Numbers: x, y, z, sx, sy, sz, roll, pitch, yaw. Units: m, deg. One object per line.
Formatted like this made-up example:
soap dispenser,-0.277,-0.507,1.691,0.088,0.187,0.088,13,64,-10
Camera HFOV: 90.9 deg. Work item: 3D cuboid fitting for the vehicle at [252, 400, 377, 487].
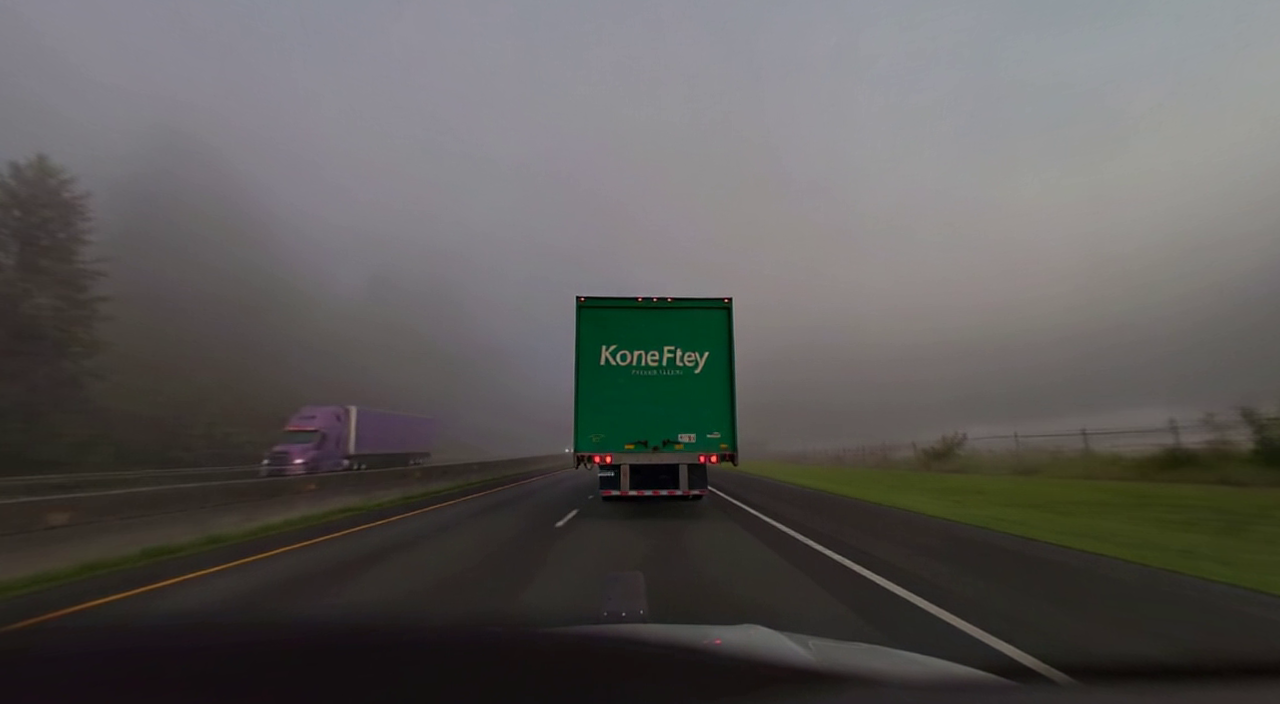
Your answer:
vehicle,-16.303,4.681,32.172,2.997,3.998,5.894,0,-9,1

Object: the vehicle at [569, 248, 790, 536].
vehicle,0.506,1.647,16.668,3.230,4.377,14.405,0,-9,-1
